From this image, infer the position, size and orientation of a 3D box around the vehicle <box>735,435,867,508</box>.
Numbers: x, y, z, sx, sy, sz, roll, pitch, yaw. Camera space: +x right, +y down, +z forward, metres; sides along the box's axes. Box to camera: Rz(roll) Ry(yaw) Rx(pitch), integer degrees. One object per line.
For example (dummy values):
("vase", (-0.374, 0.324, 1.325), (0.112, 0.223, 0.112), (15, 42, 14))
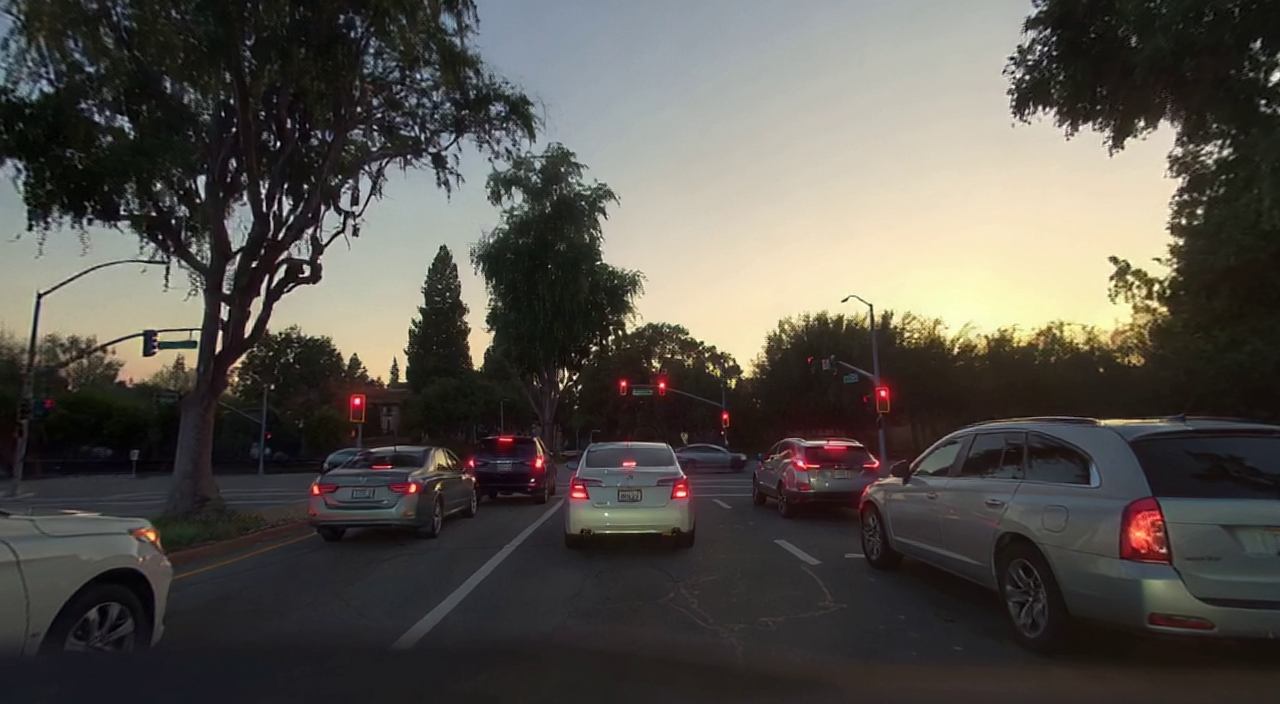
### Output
("vehicle", (3.645, 2.786, 15.256), (1.922, 1.472, 4.440), (0, -8, -1))

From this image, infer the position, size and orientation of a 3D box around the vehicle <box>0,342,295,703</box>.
("vehicle", (-3.663, 0.846, 2.547), (2.047, 1.764, 4.369), (0, -8, 0))

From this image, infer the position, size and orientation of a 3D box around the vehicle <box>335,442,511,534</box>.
("vehicle", (-3.916, 2.501, 12.338), (1.919, 1.459, 4.371), (0, -8, -1))

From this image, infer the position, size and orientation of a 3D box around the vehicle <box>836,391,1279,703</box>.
("vehicle", (3.390, 1.307, 5.424), (1.933, 1.564, 4.600), (0, -8, 0))

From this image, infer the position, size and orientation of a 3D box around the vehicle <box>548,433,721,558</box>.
("vehicle", (-0.076, 2.009, 9.589), (2.061, 1.470, 3.970), (0, -8, 0))
